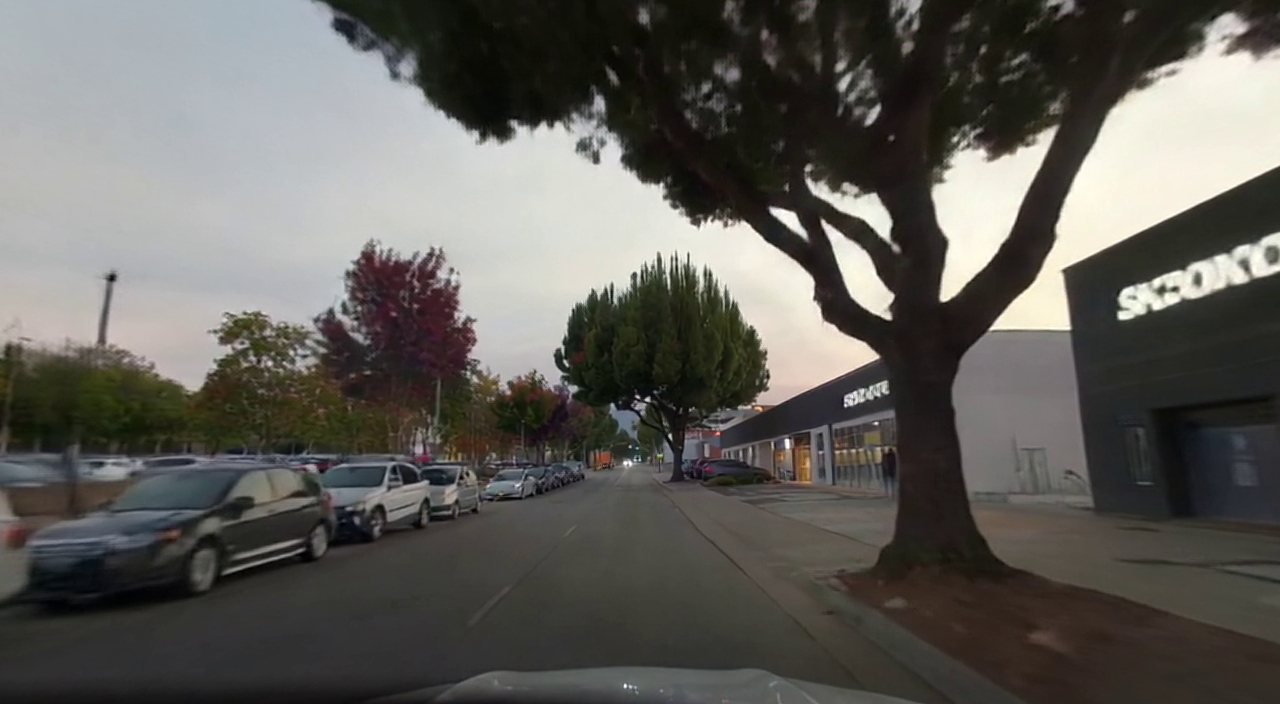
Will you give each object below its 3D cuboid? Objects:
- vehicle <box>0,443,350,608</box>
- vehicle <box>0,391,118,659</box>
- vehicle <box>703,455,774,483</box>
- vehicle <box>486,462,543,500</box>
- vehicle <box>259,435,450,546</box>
[{"bbox_3d":[-6.011,2.207,8.733,2.060,1.688,4.083,1,-11,-1],"label":"vehicle"},{"bbox_3d":[-5.858,0.960,2.942,2.196,2.001,5.548,1,-11,-3],"label":"vehicle"},{"bbox_3d":[6.258,7.506,40.446,4.193,1.665,1.924,1,-11,-1],"label":"vehicle"},{"bbox_3d":[-5.883,6.097,30.011,1.832,1.623,4.424,1,-11,0],"label":"vehicle"},{"bbox_3d":[-6.004,3.014,14.101,1.990,2.011,4.765,1,-11,0],"label":"vehicle"}]
